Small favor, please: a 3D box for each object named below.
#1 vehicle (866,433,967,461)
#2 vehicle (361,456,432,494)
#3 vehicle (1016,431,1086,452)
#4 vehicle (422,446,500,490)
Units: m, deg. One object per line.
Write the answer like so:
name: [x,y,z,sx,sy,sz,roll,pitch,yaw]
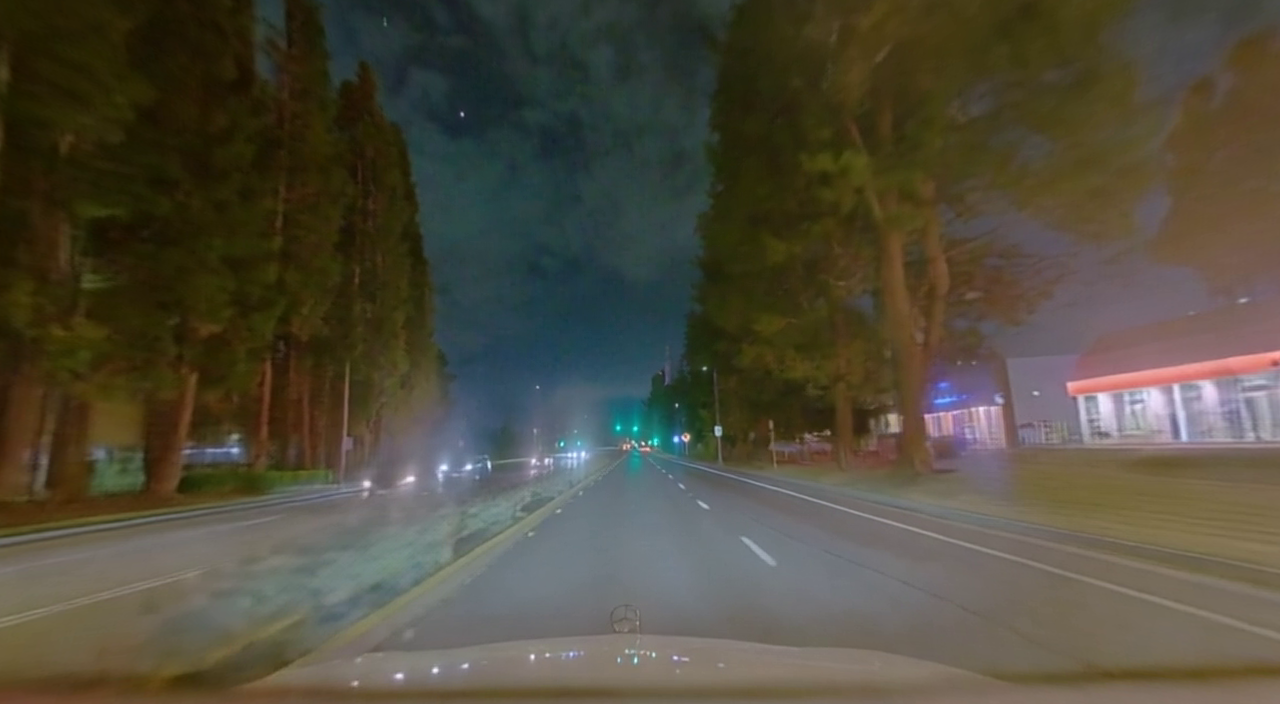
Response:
vehicle: [16.220,5.590,37.113,4.947,1.587,2.133,0,-9,-3]
vehicle: [-10.877,5.496,28.335,1.688,1.419,3.783,-4,-9,0]
vehicle: [29.592,6.486,45.506,1.749,1.436,4.792,0,-9,0]
vehicle: [-7.852,5.091,28.111,2.129,1.649,4.647,-3,-9,0]
